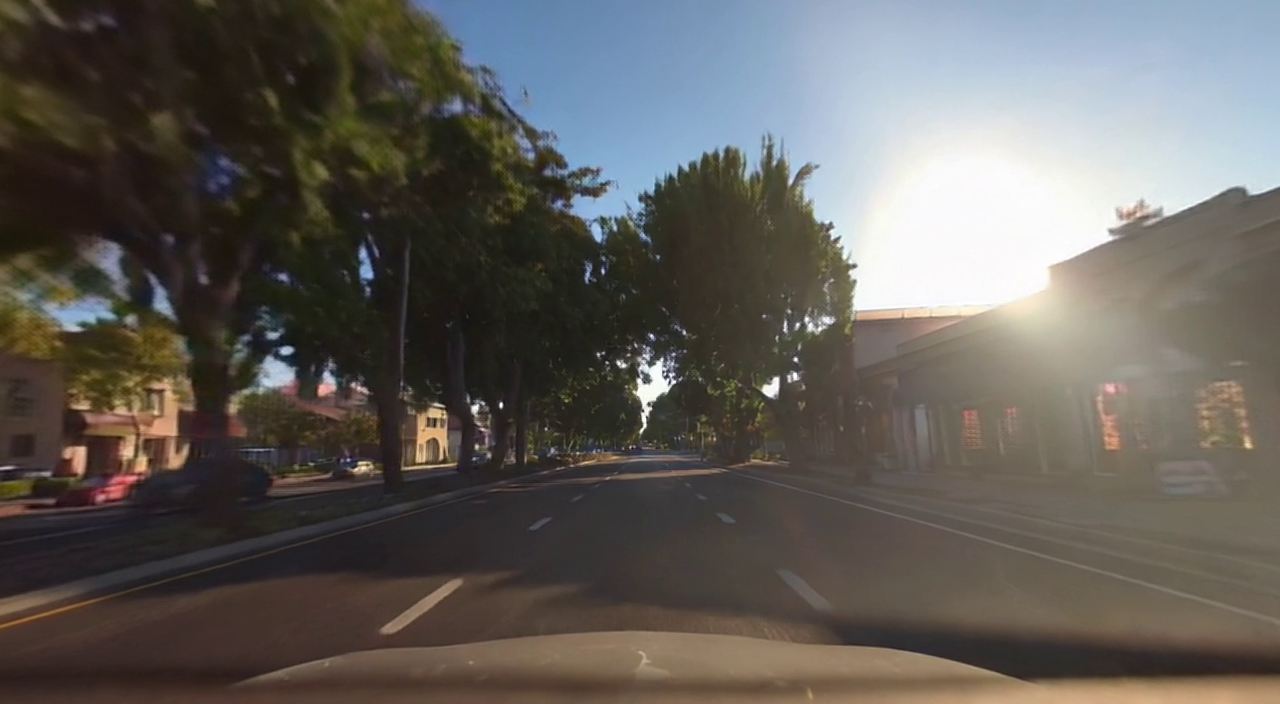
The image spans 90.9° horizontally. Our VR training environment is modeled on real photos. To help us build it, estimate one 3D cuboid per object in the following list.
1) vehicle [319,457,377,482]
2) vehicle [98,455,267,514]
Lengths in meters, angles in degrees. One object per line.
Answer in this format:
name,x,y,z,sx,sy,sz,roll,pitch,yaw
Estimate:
vehicle,-21.430,8.631,46.493,1.881,1.537,4.611,-3,-9,3
vehicle,-14.510,4.189,20.412,1.975,1.499,4.658,-3,-8,0
